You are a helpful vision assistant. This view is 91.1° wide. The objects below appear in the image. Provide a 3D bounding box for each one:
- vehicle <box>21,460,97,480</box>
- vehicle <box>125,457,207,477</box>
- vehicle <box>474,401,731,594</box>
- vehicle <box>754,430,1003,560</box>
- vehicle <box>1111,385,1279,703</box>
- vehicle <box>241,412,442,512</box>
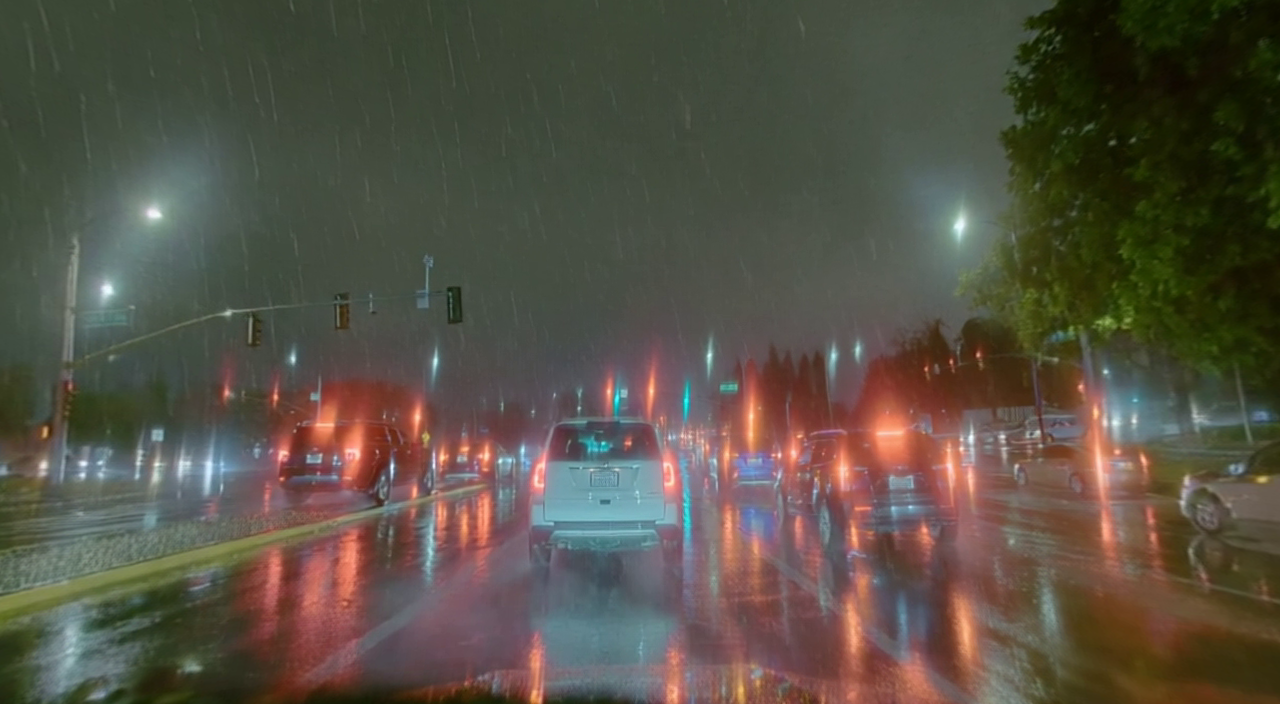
[{"bbox_3d":[-45.672,9.269,49.396,4.232,1.498,1.791,0,-8,1],"label":"vehicle"},{"bbox_3d":[-37.338,9.052,49.472,4.914,1.487,1.850,0,-8,0],"label":"vehicle"},{"bbox_3d":[-0.321,1.585,7.642,2.256,1.694,4.055,0,-8,0],"label":"vehicle"},{"bbox_3d":[3.154,1.977,9.500,1.971,1.473,4.495,0,-8,0],"label":"vehicle"},{"bbox_3d":[3.309,0.672,0.840,1.980,1.515,4.362,0,-8,1],"label":"vehicle"},{"bbox_3d":[-6.721,2.556,15.015,2.214,1.953,5.017,0,-8,1],"label":"vehicle"}]
